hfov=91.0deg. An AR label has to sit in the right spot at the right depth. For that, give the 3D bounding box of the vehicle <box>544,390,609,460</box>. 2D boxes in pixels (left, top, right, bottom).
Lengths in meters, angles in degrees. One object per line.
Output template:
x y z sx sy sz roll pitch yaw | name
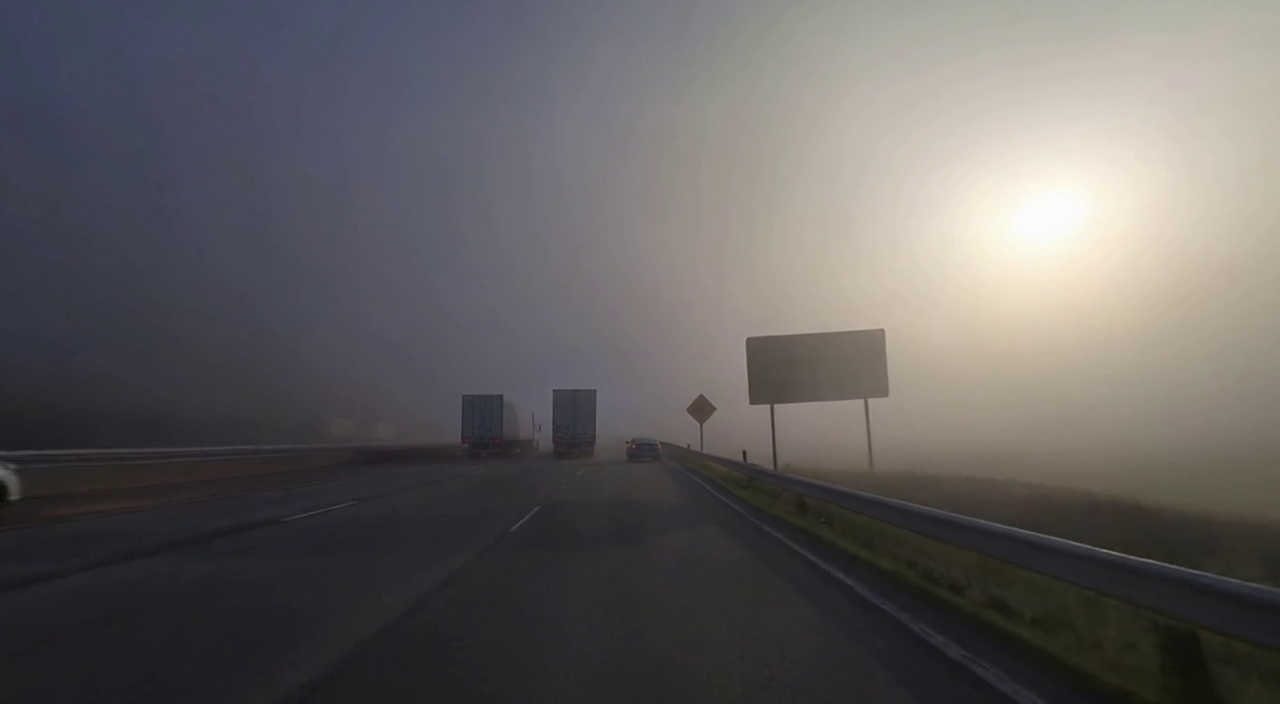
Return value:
-4.122 5.425 45.177 3.475 4.037 17.454 0 -8 -2 | vehicle

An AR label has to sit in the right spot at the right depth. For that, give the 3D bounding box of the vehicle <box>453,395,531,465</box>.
-7.860 4.325 34.446 2.728 3.405 7.096 0 -8 -2 | vehicle

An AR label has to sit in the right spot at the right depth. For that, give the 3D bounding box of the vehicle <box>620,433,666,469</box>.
0.071 4.403 28.134 1.891 1.477 3.599 0 -8 -2 | vehicle
